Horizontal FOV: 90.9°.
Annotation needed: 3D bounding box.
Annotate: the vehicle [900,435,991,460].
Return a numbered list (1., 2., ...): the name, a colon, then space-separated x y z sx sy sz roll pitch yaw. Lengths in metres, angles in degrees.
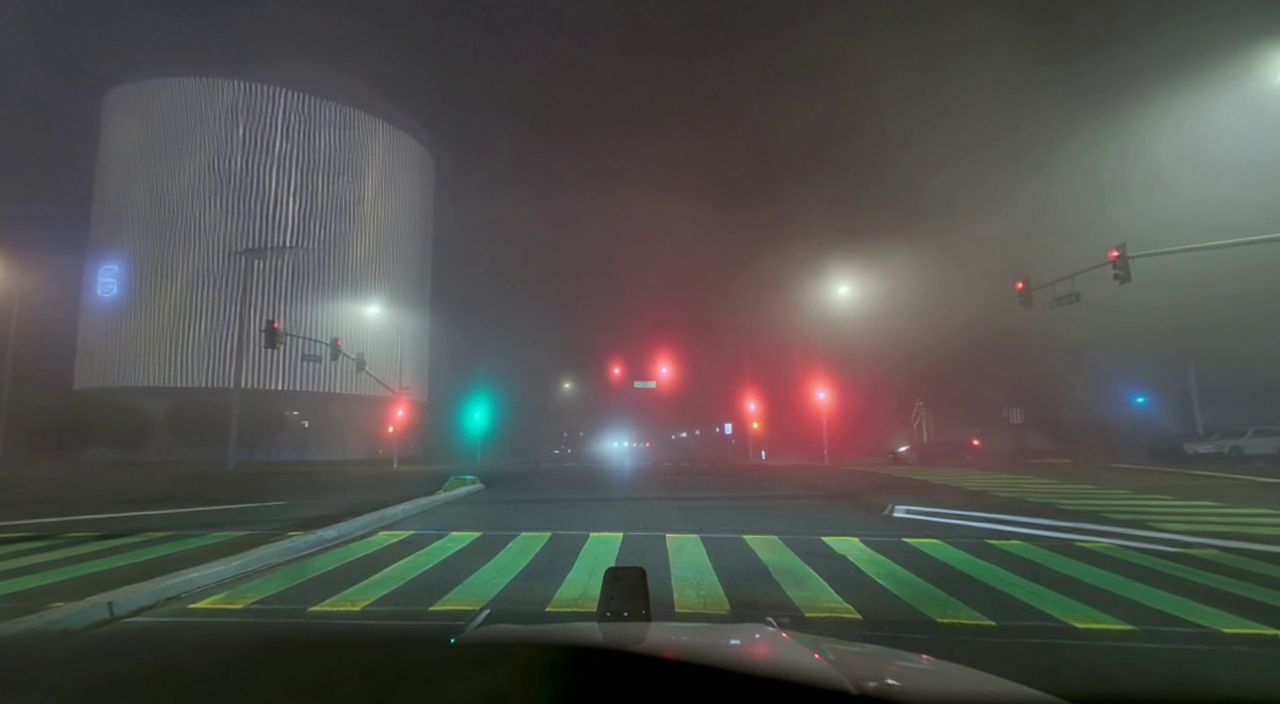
1. vehicle: 18.592 5.868 38.552 4.529 1.457 1.981 -1 -8 5

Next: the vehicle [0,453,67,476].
1. vehicle: -41.654 7.636 42.770 3.698 1.467 1.779 0 -8 1

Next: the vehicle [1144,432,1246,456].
1. vehicle: 36.170 6.018 41.185 4.767 1.456 1.858 -1 -8 3

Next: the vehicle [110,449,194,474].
1. vehicle: -33.066 7.405 42.758 4.136 1.661 1.857 0 -8 1
